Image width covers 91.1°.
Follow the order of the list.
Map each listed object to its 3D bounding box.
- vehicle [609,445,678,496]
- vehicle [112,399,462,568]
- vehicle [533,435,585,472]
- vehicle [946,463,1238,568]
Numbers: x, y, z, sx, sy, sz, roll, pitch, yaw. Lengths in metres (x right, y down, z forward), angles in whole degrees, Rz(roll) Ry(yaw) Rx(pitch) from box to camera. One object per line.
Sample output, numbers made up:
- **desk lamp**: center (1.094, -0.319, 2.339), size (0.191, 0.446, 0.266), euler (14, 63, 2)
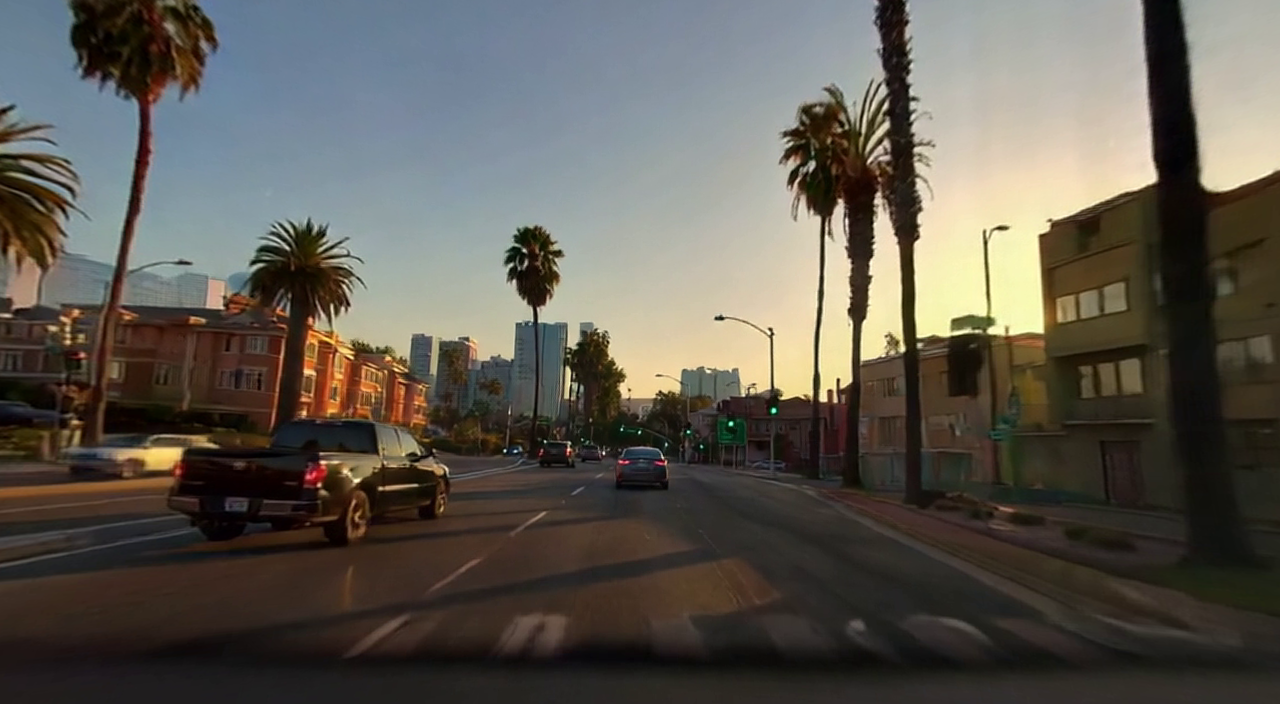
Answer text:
- **vehicle**: center (0.096, 3.982, 21.553), size (2.122, 1.562, 4.152), euler (0, -9, 0)
- **vehicle**: center (-4.894, 1.953, 10.270), size (2.187, 1.904, 6.103), euler (0, -9, 0)
- **vehicle**: center (-4.957, 6.322, 39.290), size (2.447, 2.062, 5.911), euler (0, -9, 0)
- **vehicle**: center (6.944, 2.508, 10.265), size (2.949, 1.209, 3.070), euler (-1, -9, 16)
